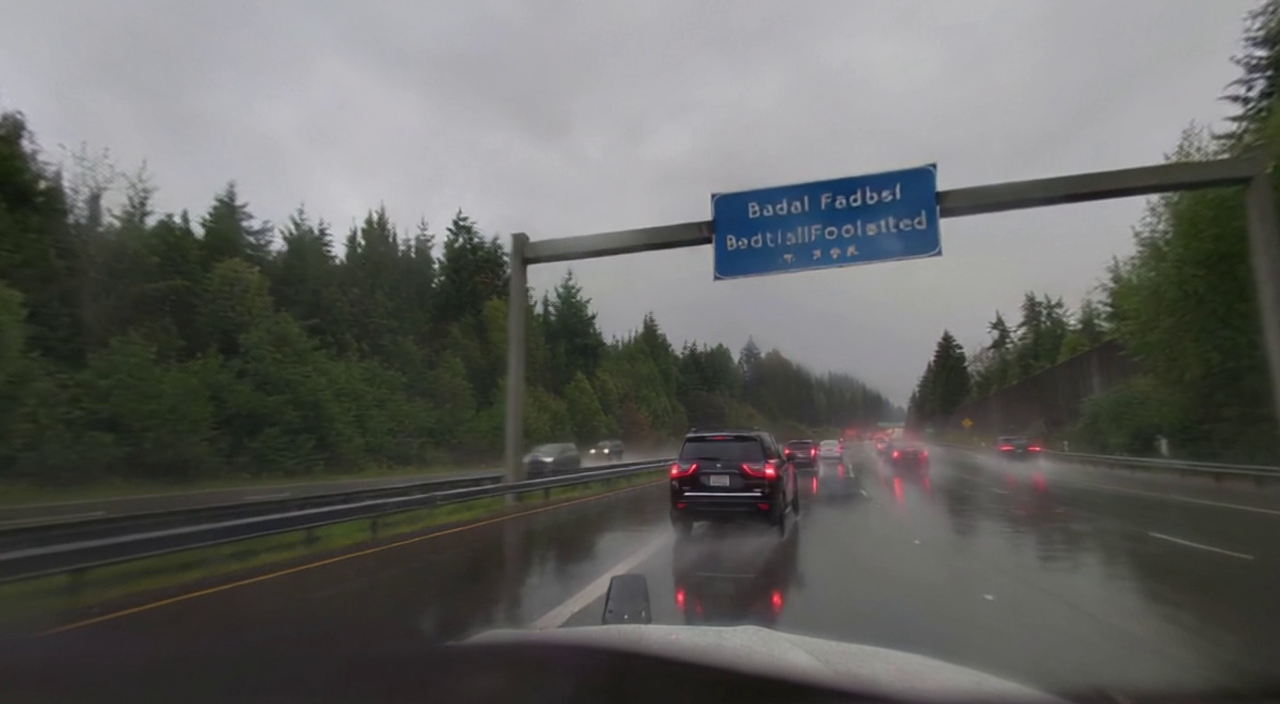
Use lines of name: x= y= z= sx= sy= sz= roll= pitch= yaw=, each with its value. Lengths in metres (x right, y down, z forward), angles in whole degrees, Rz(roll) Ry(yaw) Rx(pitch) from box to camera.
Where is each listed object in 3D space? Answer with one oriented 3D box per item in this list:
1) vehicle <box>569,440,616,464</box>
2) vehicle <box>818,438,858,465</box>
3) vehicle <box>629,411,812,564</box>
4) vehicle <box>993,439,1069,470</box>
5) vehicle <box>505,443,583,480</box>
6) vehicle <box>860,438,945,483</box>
vehicle: x=-3.531 y=7.652 z=48.282 sx=1.989 sy=1.703 sz=4.959 roll=-3 pitch=-9 yaw=16
vehicle: x=12.537 y=6.308 z=40.140 sx=1.857 sy=1.584 sz=3.976 roll=-1 pitch=-8 yaw=9
vehicle: x=1.393 y=1.789 z=9.075 sx=2.021 sy=1.635 sz=4.085 roll=-2 pitch=-9 yaw=15
vehicle: x=19.950 y=5.223 z=32.335 sx=1.990 sy=1.478 sz=4.475 roll=-2 pitch=-9 yaw=15
vehicle: x=-4.359 y=5.035 z=29.391 sx=1.917 sy=1.566 sz=4.370 roll=-2 pitch=-9 yaw=16
vehicle: x=9.381 y=3.894 z=22.918 sx=1.962 sy=1.442 sz=4.536 roll=-2 pitch=-8 yaw=11
